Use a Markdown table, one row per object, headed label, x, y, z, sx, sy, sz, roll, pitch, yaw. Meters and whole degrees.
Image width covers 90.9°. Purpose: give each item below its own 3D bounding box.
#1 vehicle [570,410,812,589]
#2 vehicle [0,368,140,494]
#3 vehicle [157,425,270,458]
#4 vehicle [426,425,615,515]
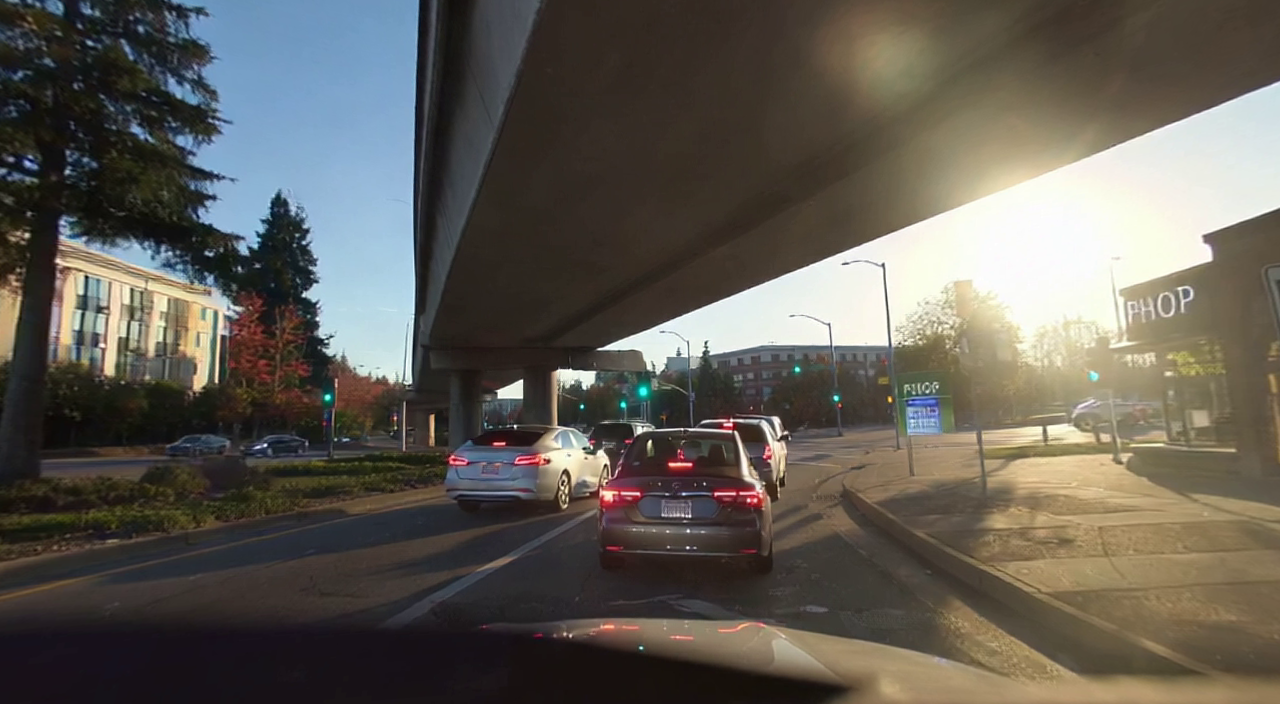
| label | x | y | z | sx | sy | sz | roll | pitch | yaw |
| --- | --- | --- | --- | --- | --- | --- | --- | --- | --- |
| vehicle | 0.774 | 1.648 | 7.963 | 2.195 | 1.571 | 4.353 | -2 | -8 | 9 |
| vehicle | -24.255 | 2.789 | 19.861 | 13.064 | 3.755 | 3.269 | -2 | -8 | -13 |
| vehicle | -27.325 | 5.764 | 40.608 | 5.457 | 2.021 | 2.213 | 2 | -9 | -14 |
| vehicle | -2.221 | 2.400 | 13.391 | 2.214 | 1.519 | 4.704 | -2 | -9 | 13 |
